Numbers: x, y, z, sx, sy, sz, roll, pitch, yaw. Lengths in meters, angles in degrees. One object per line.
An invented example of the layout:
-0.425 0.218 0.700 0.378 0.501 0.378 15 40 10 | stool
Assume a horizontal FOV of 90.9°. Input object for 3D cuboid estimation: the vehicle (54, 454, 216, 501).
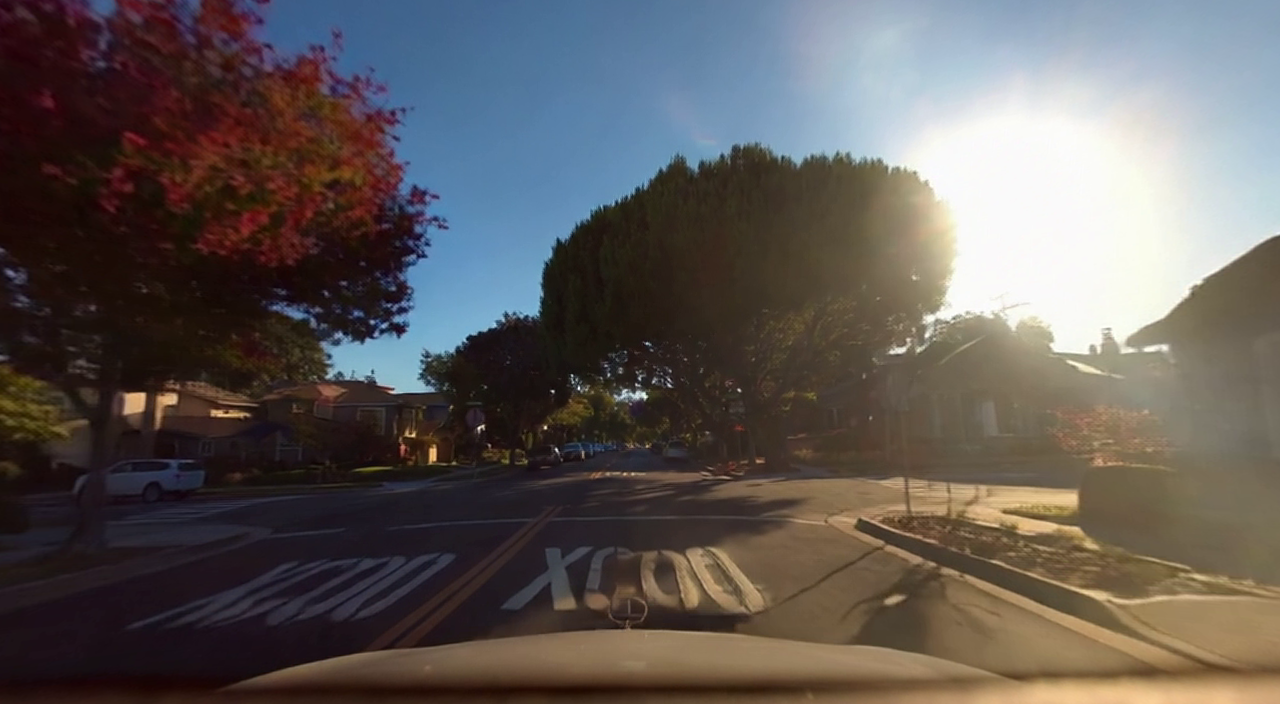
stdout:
-18.966 4.699 23.864 4.334 1.632 1.996 0 -8 -1 | vehicle
